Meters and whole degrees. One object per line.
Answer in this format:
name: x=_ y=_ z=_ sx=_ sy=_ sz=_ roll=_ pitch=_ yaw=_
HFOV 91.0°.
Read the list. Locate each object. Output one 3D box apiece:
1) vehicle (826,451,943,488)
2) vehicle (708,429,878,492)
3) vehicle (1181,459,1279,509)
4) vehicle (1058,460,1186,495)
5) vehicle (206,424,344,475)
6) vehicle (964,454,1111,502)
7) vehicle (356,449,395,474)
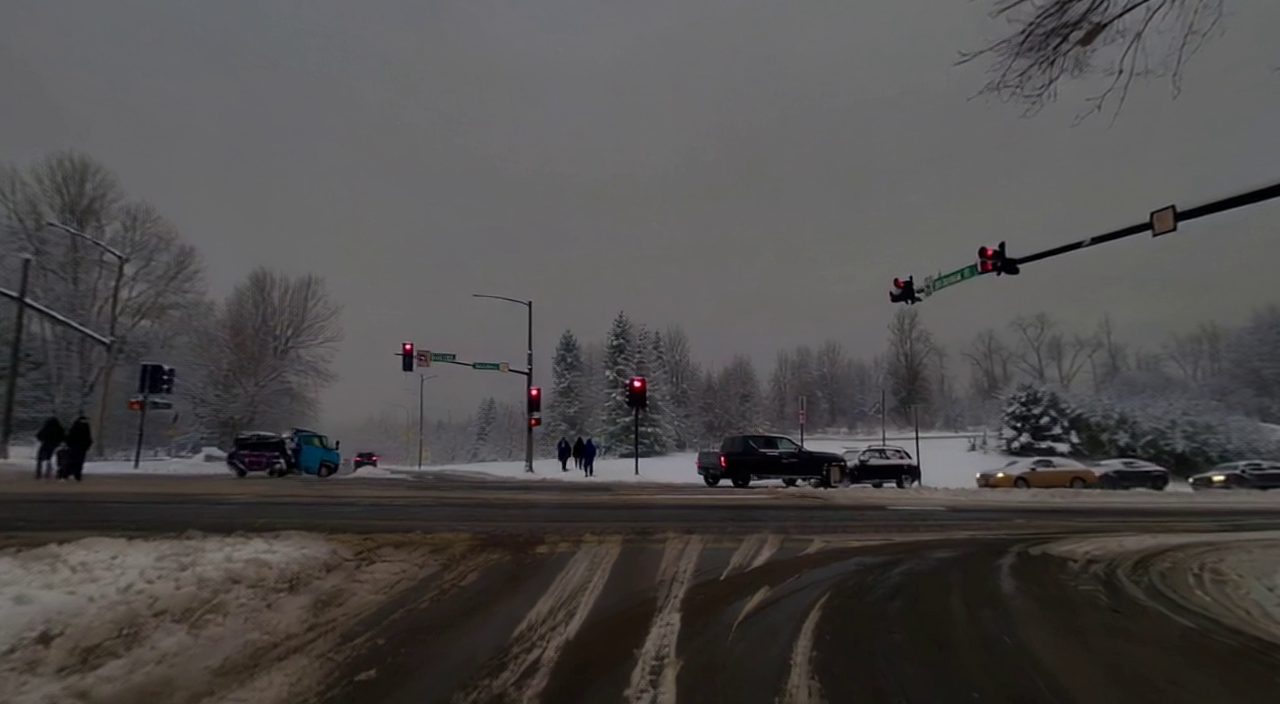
vehicle: x=11.074 y=5.330 z=28.676 sx=4.537 sy=1.608 sz=1.827 roll=1 pitch=-9 yaw=-7
vehicle: x=5.448 y=3.904 z=22.704 sx=5.535 sy=1.896 sz=2.170 roll=4 pitch=-9 yaw=-9
vehicle: x=24.650 y=5.243 z=25.268 sx=4.322 sy=1.522 sz=1.795 roll=-4 pitch=-9 yaw=-8
vehicle: x=23.071 y=6.018 z=30.234 sx=4.793 sy=1.533 sz=1.874 roll=1 pitch=-9 yaw=-6
vehicle: x=-15.919 y=4.320 z=27.969 sx=2.243 sy=2.011 sz=5.631 roll=-1 pitch=-9 yaw=6
vehicle: x=15.253 y=4.827 z=24.313 sx=4.356 sy=1.498 sz=1.957 roll=-2 pitch=-8 yaw=-6
vehicle: x=-17.071 y=7.054 z=40.824 sx=1.964 sy=1.525 sz=4.750 roll=3 pitch=-9 yaw=-19
